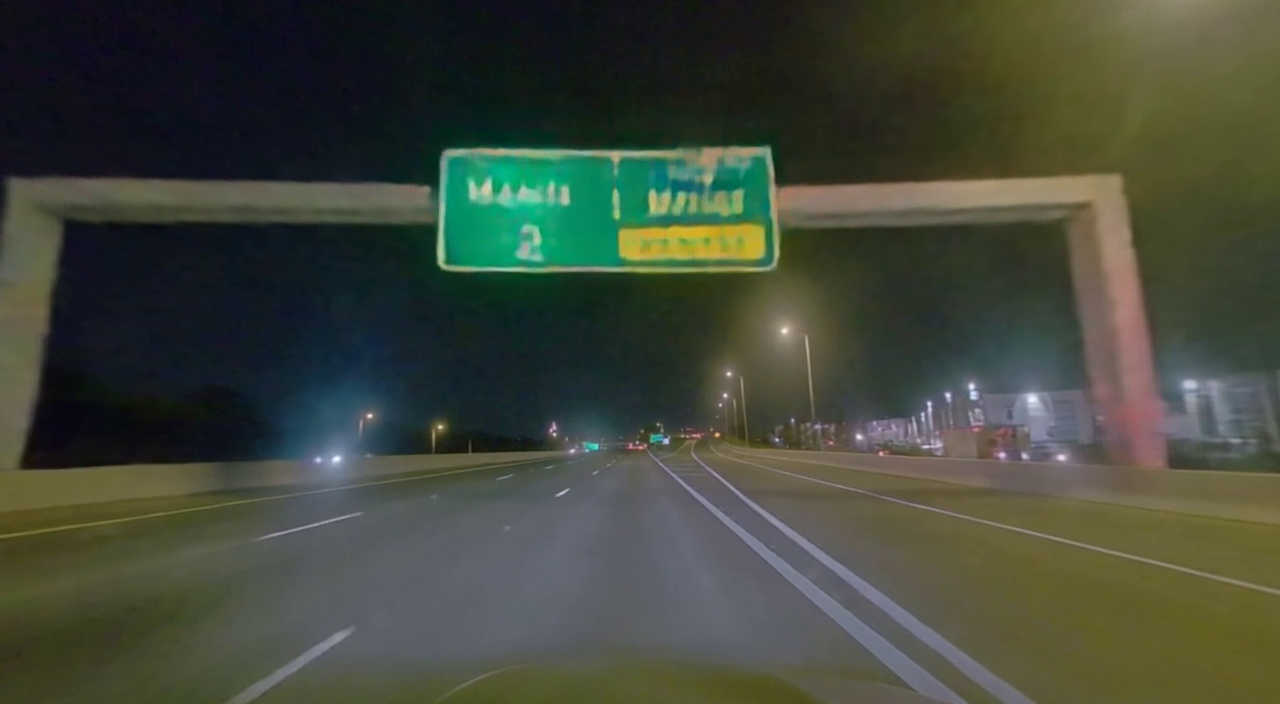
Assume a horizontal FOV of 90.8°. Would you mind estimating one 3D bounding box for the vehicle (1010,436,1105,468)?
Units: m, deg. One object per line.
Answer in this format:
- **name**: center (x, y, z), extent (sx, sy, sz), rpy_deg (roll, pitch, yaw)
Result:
- **vehicle**: center (32.325, 7.766, 49.301), extent (2.715, 2.214, 6.889), rpy_deg (1, -8, 0)
